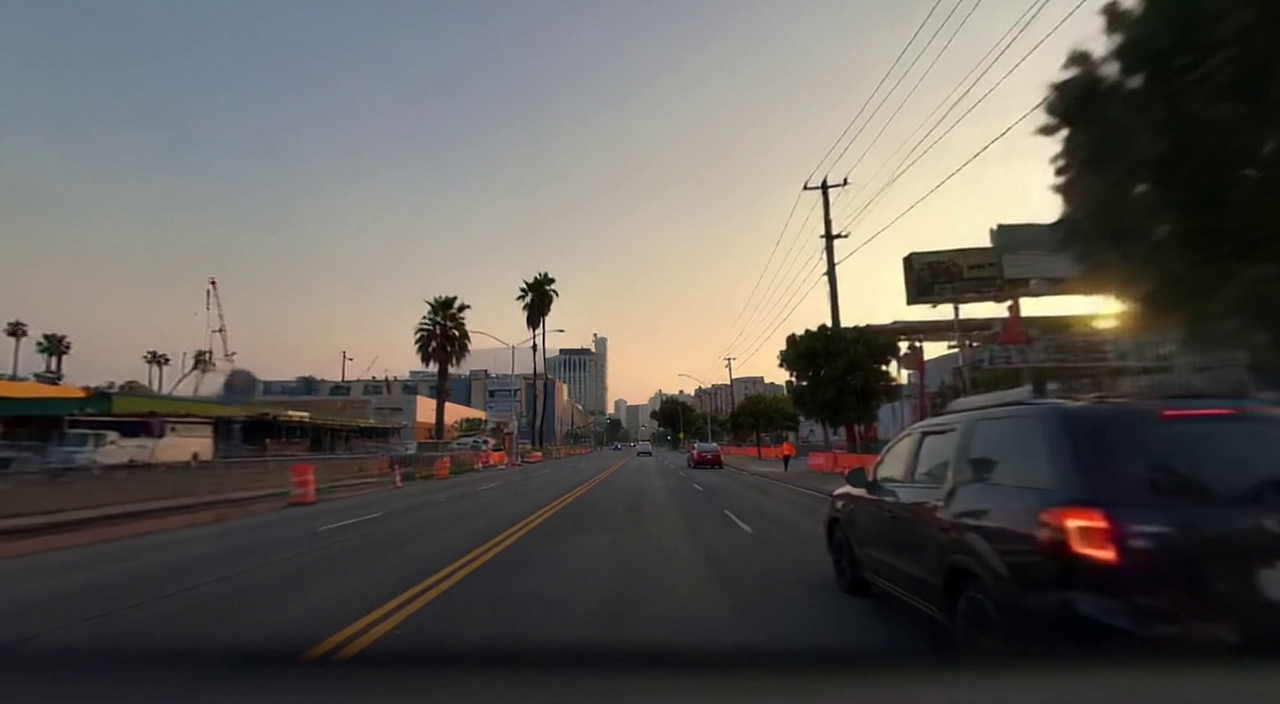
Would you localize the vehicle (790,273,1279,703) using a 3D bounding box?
[{"bbox_3d":[3.059,1.092,4.956,2.386,1.970,5.665,0,-8,1],"label":"vehicle"}]

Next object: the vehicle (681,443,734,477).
[{"bbox_3d":[3.312,5.370,31.670,2.148,1.562,4.642,0,-8,0],"label":"vehicle"}]
